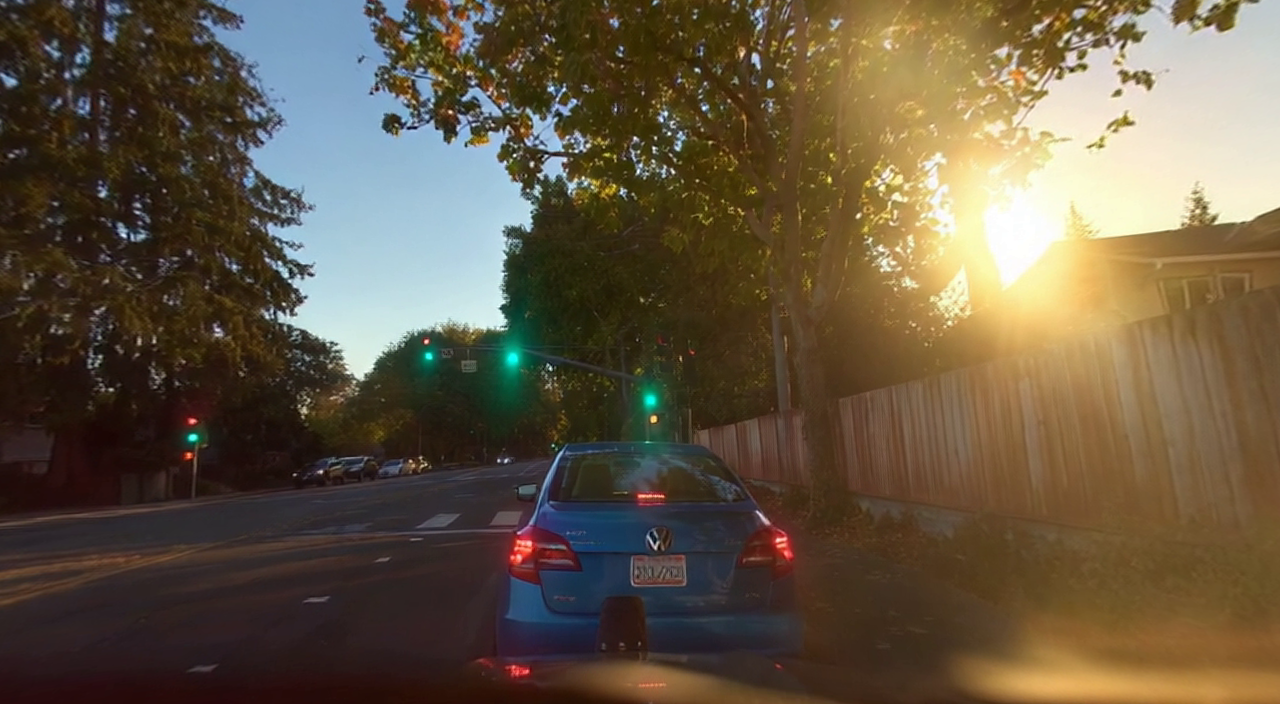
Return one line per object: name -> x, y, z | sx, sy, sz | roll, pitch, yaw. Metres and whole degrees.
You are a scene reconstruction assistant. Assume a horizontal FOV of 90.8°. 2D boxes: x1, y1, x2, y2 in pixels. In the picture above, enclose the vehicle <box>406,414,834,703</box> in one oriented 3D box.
vehicle -> -0.261, 1.327, 4.888 | 2.024, 1.502, 3.702 | 1, -9, -6
